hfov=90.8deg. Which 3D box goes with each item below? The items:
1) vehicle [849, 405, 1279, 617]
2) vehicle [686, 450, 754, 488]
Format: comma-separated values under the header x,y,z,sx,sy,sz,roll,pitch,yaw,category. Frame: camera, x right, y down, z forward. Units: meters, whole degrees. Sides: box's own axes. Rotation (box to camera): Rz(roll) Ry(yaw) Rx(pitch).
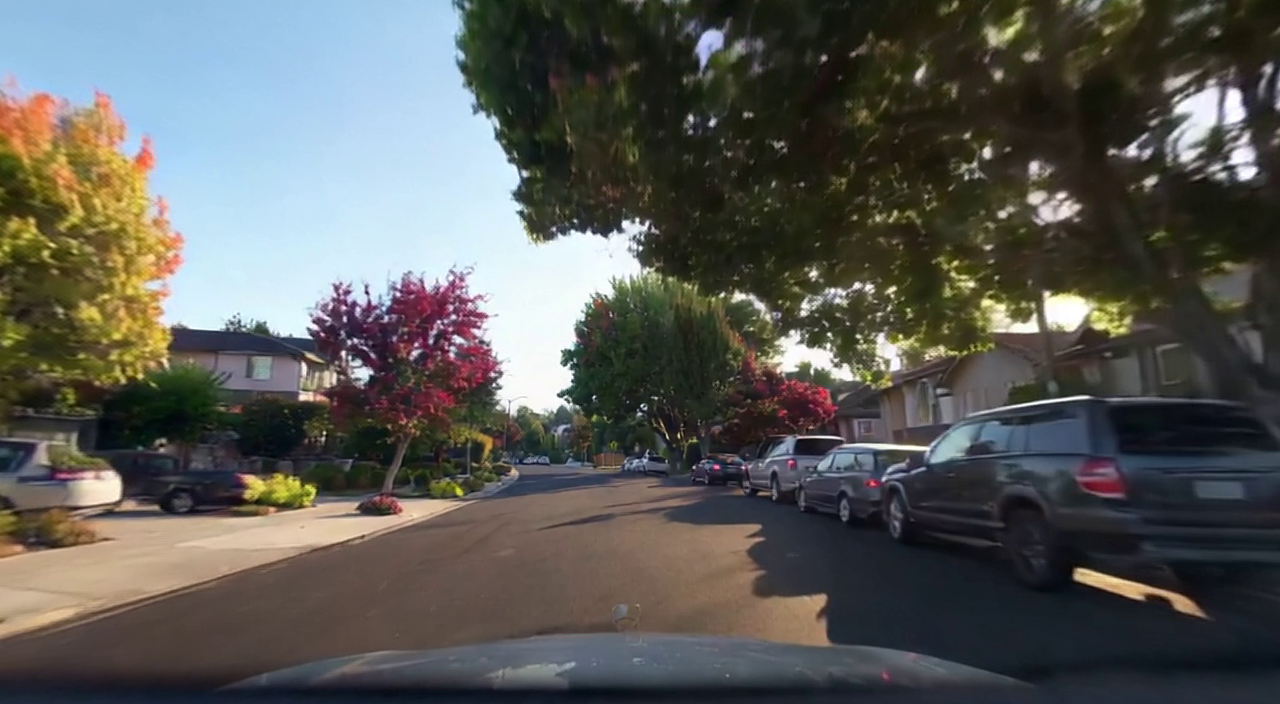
x,y,z,sx,sy,sz,roll,pitch,yaw,category
5.402,1.947,8.945,2.715,1.900,6.163,1,-9,-1,vehicle
4.101,6.094,33.326,2.111,1.771,4.942,1,-9,-11,vehicle
